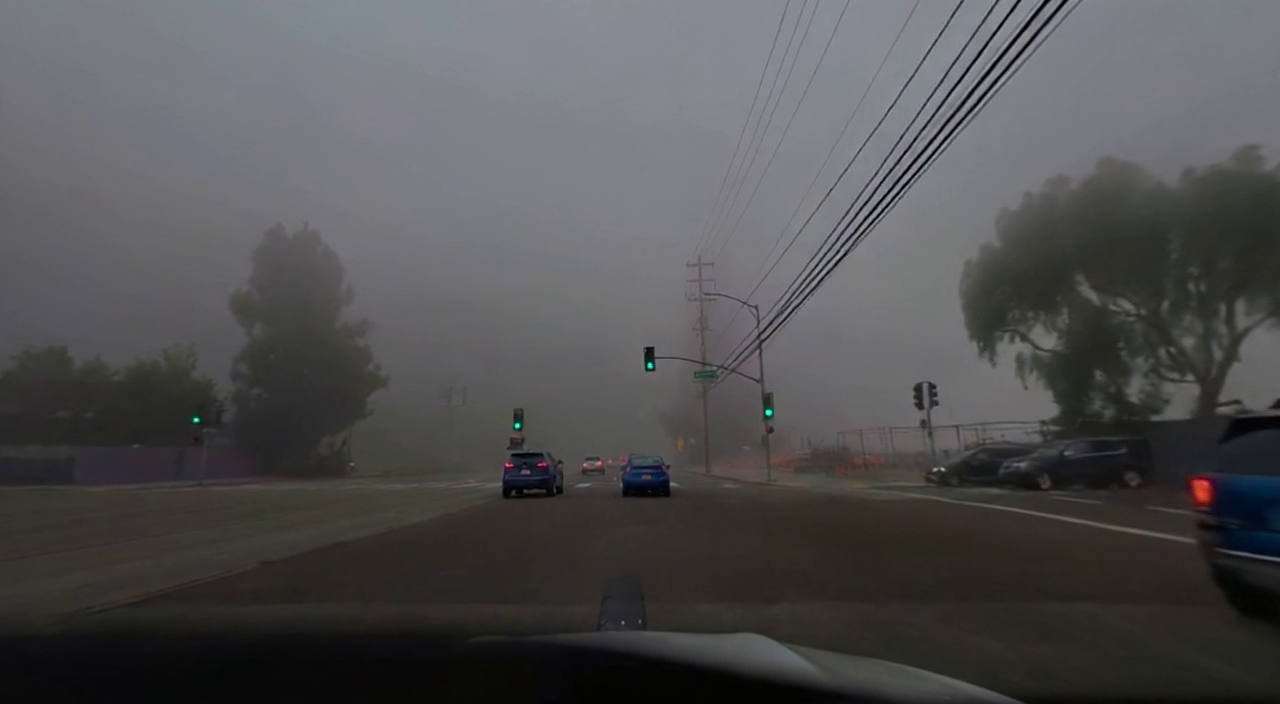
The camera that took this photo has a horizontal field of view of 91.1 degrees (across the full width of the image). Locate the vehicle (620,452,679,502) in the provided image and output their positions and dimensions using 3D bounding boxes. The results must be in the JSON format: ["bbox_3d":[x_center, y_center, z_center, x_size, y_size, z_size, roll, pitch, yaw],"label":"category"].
[{"bbox_3d":[0.320,4.714,24.128,2.059,1.691,3.980,0,-9,0],"label":"vehicle"}]

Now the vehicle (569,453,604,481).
[{"bbox_3d":[-3.558,7.783,42.640,1.910,1.713,4.786,-1,-9,1],"label":"vehicle"}]

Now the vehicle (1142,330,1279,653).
[{"bbox_3d":[6.785,1.159,5.966,2.458,2.149,5.577,-6,-10,33],"label":"vehicle"}]

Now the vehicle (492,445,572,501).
[{"bbox_3d":[-3.772,4.311,22.804,2.078,1.804,4.387,-1,-9,1],"label":"vehicle"}]

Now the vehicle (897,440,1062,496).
[{"bbox_3d":[12.135,4.162,22.776,4.551,1.759,2.320,-3,-9,5],"label":"vehicle"}]

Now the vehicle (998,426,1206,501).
[{"bbox_3d":[13.859,3.357,19.076,4.623,2.090,2.017,0,-9,-1],"label":"vehicle"}]
